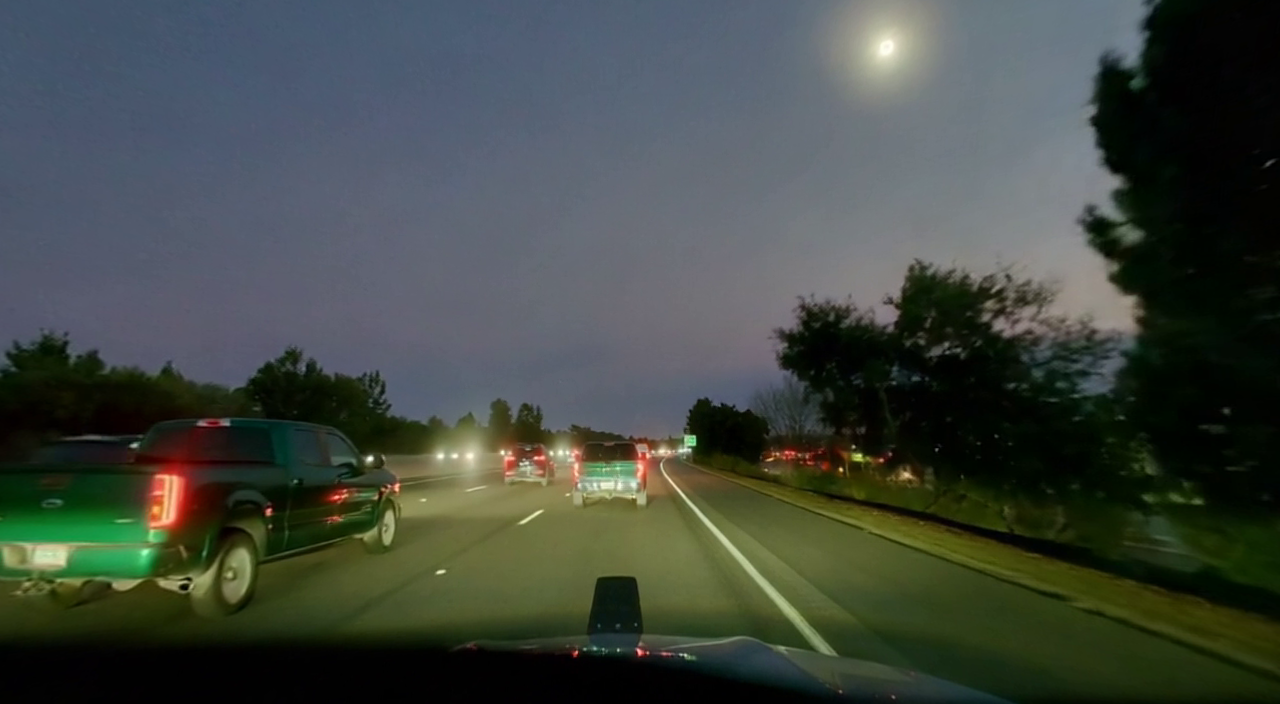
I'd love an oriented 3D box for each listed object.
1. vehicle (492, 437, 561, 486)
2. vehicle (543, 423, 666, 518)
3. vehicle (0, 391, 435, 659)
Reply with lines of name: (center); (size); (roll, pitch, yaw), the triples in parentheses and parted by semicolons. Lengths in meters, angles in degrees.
vehicle: (-4.451, 4.357, 25.483); (1.991, 1.776, 4.333); (0, -8, 0)
vehicle: (-0.630, 2.536, 14.053); (2.293, 1.753, 4.380); (0, -8, 1)
vehicle: (-4.047, 1.482, 6.687); (2.038, 1.704, 5.181); (0, -8, 0)
